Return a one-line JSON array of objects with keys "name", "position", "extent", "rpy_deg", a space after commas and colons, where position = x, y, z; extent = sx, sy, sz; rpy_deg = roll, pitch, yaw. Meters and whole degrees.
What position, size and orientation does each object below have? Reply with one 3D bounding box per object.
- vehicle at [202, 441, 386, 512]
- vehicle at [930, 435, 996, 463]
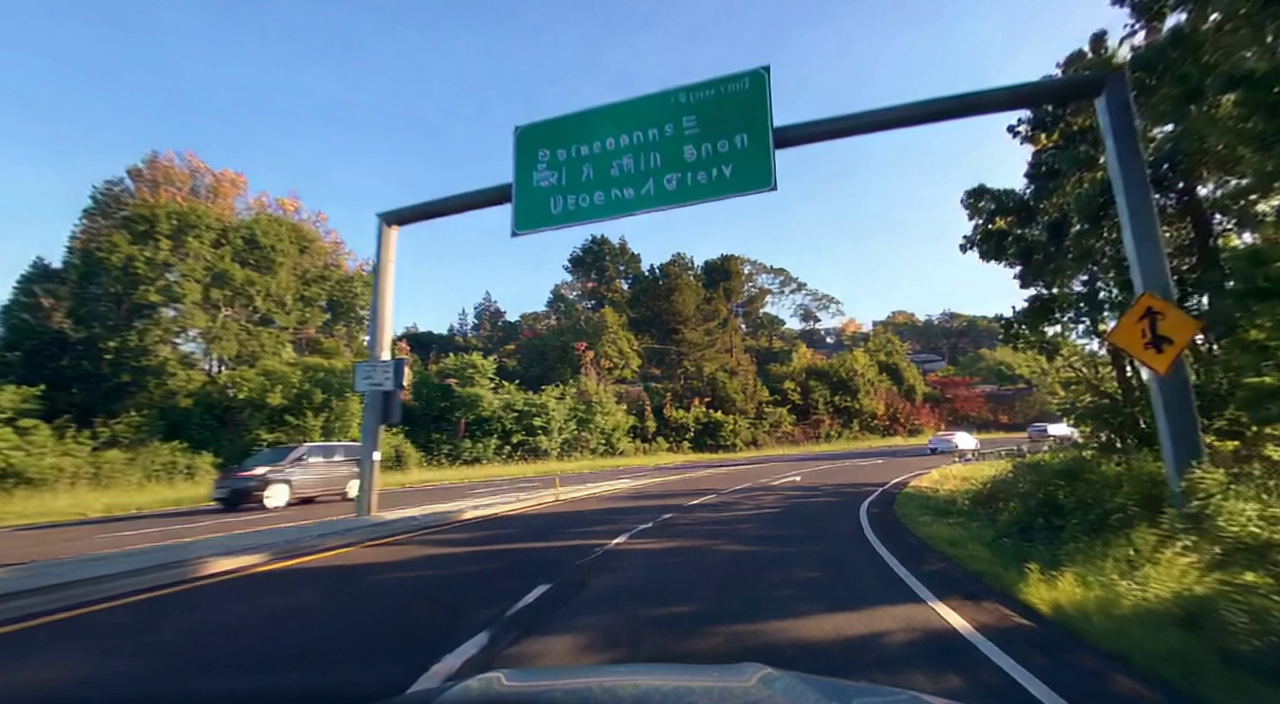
[{"name": "vehicle", "position": [-7.749, 2.784, 14.484], "extent": [1.704, 1.392, 3.351], "rpy_deg": [-3, -10, 19]}, {"name": "vehicle", "position": [17.645, 5.300, 34.340], "extent": [3.645, 1.427, 1.807], "rpy_deg": [7, -12, -39]}]
